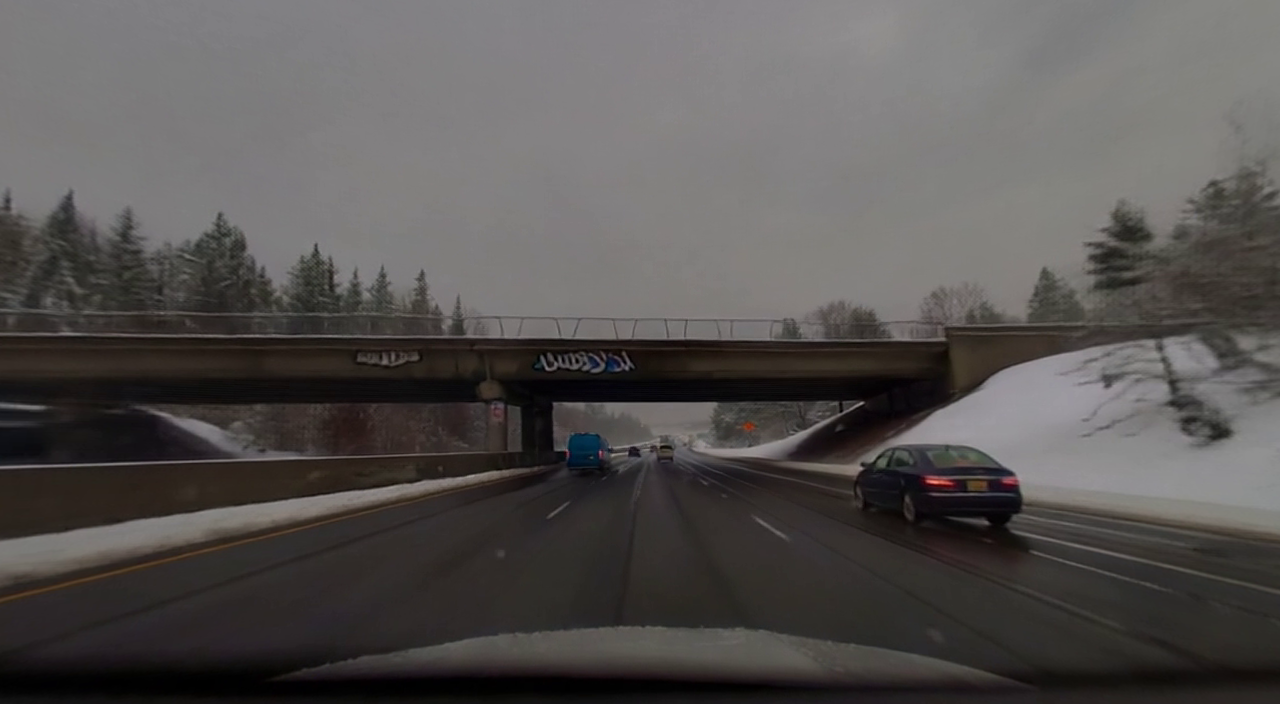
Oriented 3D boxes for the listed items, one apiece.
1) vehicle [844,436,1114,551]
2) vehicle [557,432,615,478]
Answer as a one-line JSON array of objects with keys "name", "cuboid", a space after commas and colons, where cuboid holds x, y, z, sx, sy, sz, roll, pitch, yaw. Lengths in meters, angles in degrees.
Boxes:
[{"name": "vehicle", "cuboid": [5.230, 2.212, 10.681, 1.972, 1.492, 4.623, 0, -9, 0]}, {"name": "vehicle", "cuboid": [-2.513, 5.014, 30.889, 2.310, 2.030, 5.094, 0, -9, 1]}]
